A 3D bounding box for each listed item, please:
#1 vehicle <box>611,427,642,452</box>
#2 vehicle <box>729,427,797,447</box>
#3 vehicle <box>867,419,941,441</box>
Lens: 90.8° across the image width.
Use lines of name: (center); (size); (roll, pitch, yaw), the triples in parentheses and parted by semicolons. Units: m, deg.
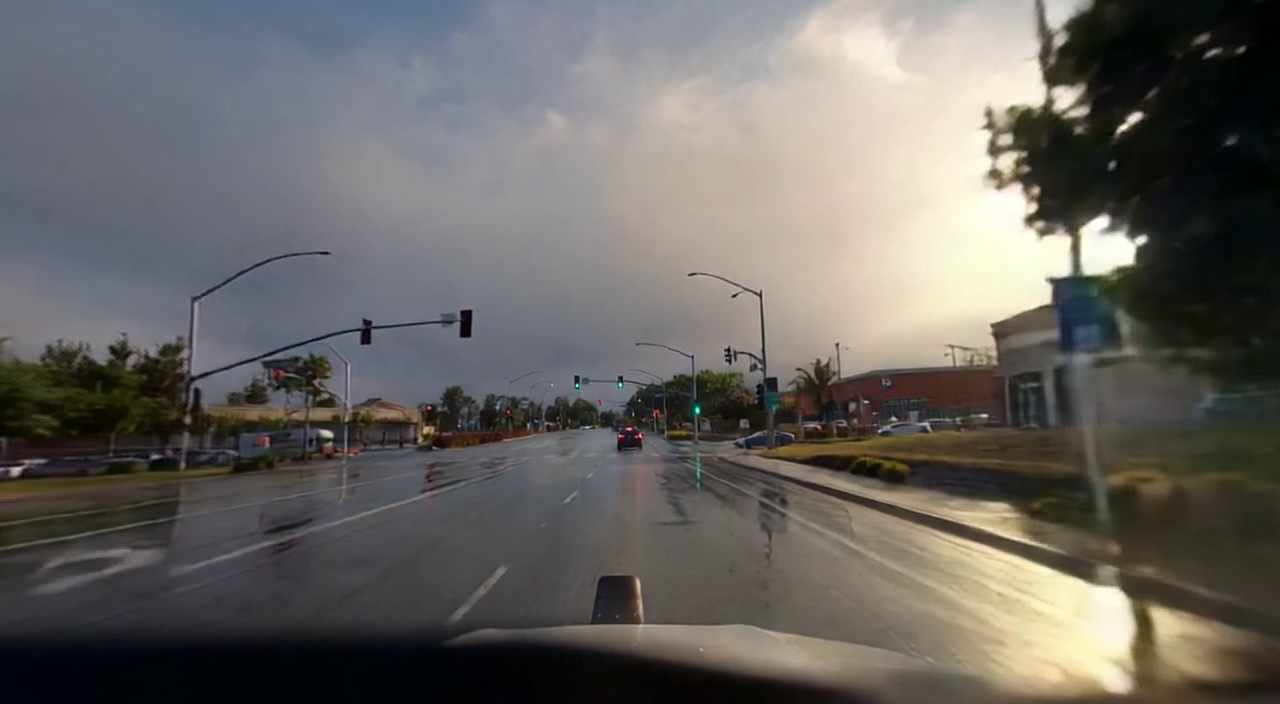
vehicle: (-0.926, 6.088, 43.979); (2.024, 1.628, 4.774); (0, -8, -1)
vehicle: (9.370, 6.519, 48.367); (4.794, 1.511, 1.992); (1, -8, -3)
vehicle: (20.200, 6.021, 48.496); (4.710, 1.588, 2.053); (0, -8, -2)
